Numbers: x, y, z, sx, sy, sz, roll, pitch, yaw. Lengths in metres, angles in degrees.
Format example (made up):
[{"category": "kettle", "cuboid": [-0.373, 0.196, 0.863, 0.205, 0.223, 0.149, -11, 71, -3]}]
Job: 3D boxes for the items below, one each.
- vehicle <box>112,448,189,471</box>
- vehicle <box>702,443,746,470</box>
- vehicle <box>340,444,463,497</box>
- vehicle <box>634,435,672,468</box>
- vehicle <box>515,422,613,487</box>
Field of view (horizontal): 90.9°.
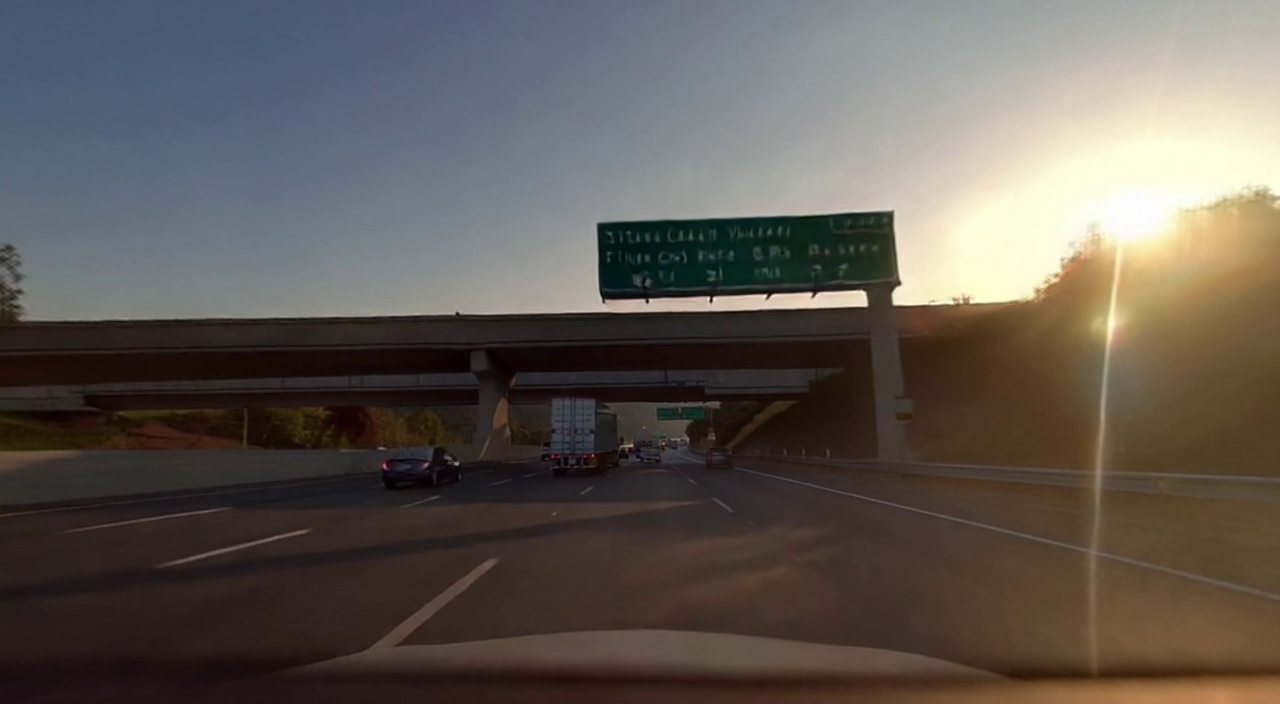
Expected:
[{"category": "vehicle", "cuboid": [-34.667, 7.620, 44.859, 1.771, 1.463, 4.484, -1, -8, 2]}, {"category": "vehicle", "cuboid": [4.897, 6.146, 37.269, 1.993, 1.474, 4.230, 0, -8, 0]}, {"category": "vehicle", "cuboid": [-7.286, 3.638, 19.873, 1.965, 1.437, 4.592, -1, -8, 1]}, {"category": "vehicle", "cuboid": [0.880, 6.465, 41.096, 2.309, 2.023, 5.130, -1, -8, 1]}, {"category": "vehicle", "cuboid": [-3.192, 5.050, 31.845, 2.854, 2.379, 16.653, 0, -9, 0]}]
